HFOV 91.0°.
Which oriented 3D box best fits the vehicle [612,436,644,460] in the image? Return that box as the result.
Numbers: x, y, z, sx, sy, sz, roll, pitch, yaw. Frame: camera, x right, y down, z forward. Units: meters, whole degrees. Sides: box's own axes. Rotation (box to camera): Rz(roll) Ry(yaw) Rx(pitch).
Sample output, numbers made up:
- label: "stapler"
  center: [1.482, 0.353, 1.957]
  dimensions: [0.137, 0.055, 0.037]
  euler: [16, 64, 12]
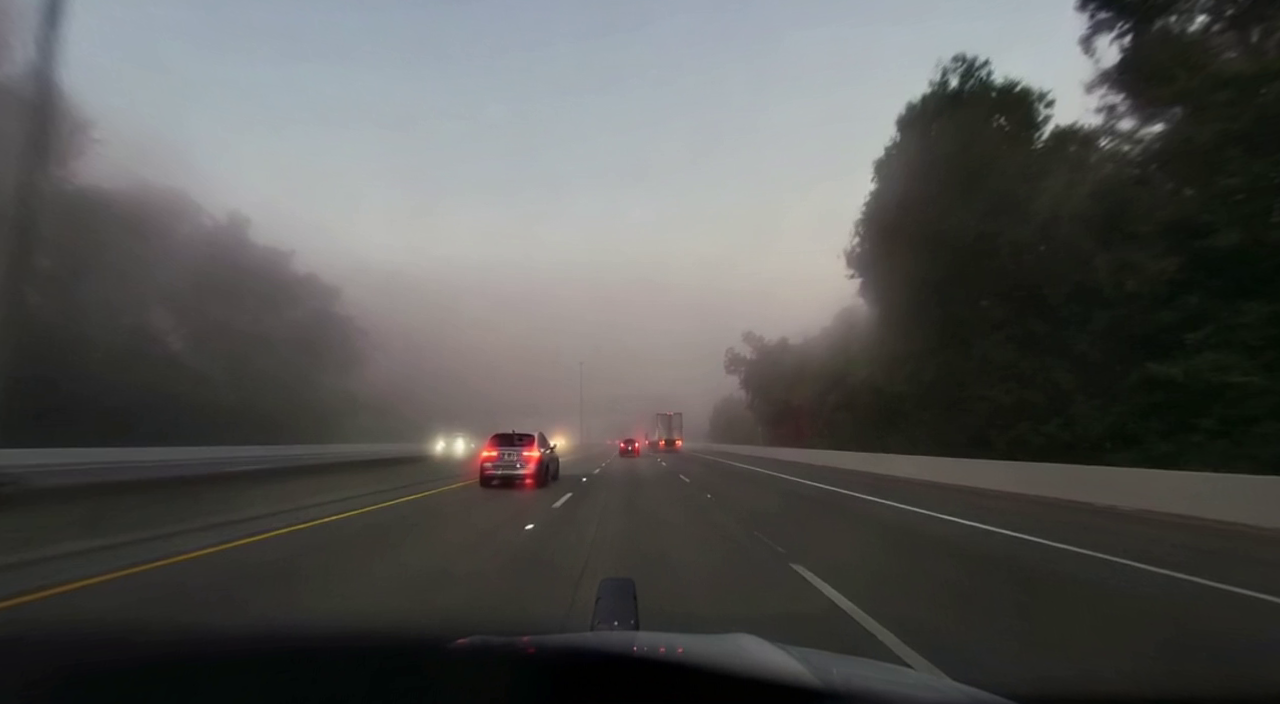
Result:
- label: "vehicle"
  center: [-0.796, 6.586, 43.400]
  dimensions: [2.125, 1.542, 3.816]
  euler: [0, -8, 0]

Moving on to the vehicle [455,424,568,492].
- label: "vehicle"
  center: [-3.654, 3.119, 18.922]
  dimensions: [2.377, 1.747, 4.703]
  euler: [0, -8, 0]
